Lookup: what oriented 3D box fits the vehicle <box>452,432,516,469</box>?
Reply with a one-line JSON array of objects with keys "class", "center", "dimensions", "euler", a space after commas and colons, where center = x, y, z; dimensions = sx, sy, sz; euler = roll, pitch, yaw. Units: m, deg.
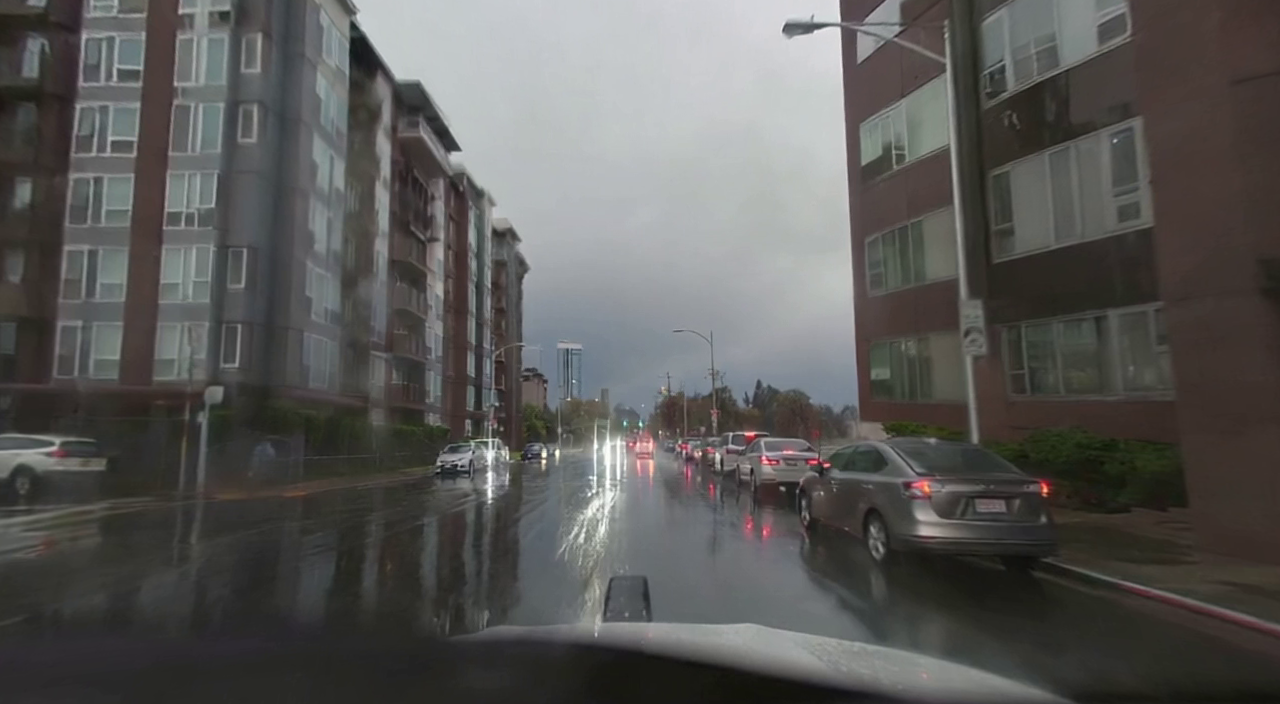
[{"class": "vehicle", "center": [-9.287, 5.904, 38.087], "dimensions": [2.457, 2.048, 5.461], "euler": [0, -8, 0]}]

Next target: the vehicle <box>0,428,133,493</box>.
[{"class": "vehicle", "center": [-17.182, 2.992, 17.545], "dimensions": [4.278, 1.667, 2.085], "euler": [0, -8, -1]}]

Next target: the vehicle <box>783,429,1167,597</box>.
[{"class": "vehicle", "center": [3.486, 1.765, 8.008], "dimensions": [2.107, 1.439, 4.938], "euler": [0, -8, -1]}]

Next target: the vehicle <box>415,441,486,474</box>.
[{"class": "vehicle", "center": [-9.528, 5.346, 32.162], "dimensions": [2.089, 1.549, 4.597], "euler": [0, -8, 1]}]

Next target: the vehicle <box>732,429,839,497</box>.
[{"class": "vehicle", "center": [3.731, 2.892, 16.721], "dimensions": [1.946, 1.607, 3.082], "euler": [0, -8, -3]}]

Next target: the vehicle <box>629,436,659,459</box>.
[{"class": "vehicle", "center": [0.270, 7.507, 49.692], "dimensions": [2.261, 1.740, 4.065], "euler": [0, -8, 0]}]
